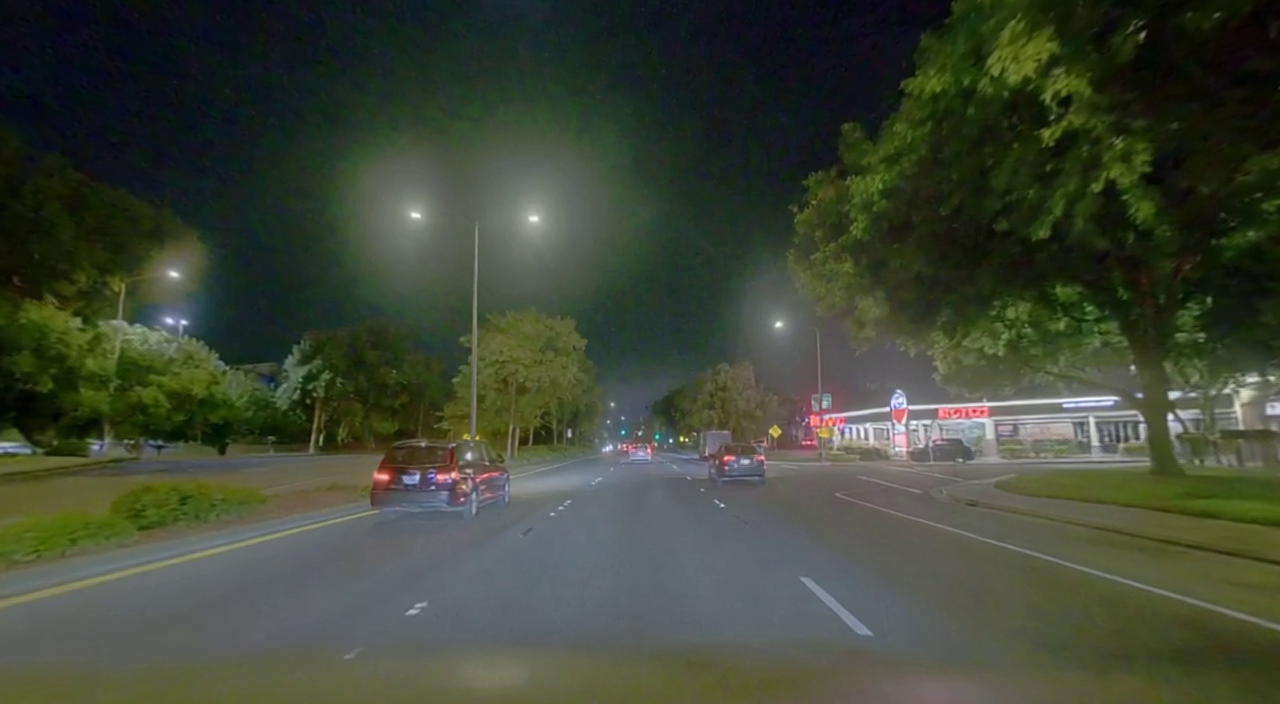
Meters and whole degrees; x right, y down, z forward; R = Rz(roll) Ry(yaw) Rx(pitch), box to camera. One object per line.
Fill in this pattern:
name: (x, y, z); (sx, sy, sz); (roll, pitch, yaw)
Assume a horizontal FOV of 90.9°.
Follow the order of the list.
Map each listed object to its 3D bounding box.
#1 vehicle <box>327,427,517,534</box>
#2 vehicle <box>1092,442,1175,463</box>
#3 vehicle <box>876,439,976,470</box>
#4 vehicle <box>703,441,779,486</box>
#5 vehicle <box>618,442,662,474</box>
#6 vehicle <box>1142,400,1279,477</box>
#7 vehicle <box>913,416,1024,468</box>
vehicle: (-3.722, 2.264, 11.689); (1.995, 1.607, 4.086); (0, -8, 1)
vehicle: (34.370, 6.983, 43.935); (4.212, 1.423, 1.764); (-1, -8, 2)
vehicle: (15.666, 5.625, 34.797); (4.578, 1.620, 2.047); (-2, -9, 10)
vehicle: (3.612, 4.076, 23.372); (2.012, 1.462, 4.400); (0, -8, -1)
vehicle: (0.051, 5.295, 31.740); (2.059, 1.477, 4.216); (0, -8, 1)
vehicle: (24.337, 3.532, 25.687); (5.466, 2.971, 2.352); (0, -9, 3)
vehicle: (21.853, 6.064, 42.618); (2.928, 3.123, 8.236); (-1, -8, -1)
